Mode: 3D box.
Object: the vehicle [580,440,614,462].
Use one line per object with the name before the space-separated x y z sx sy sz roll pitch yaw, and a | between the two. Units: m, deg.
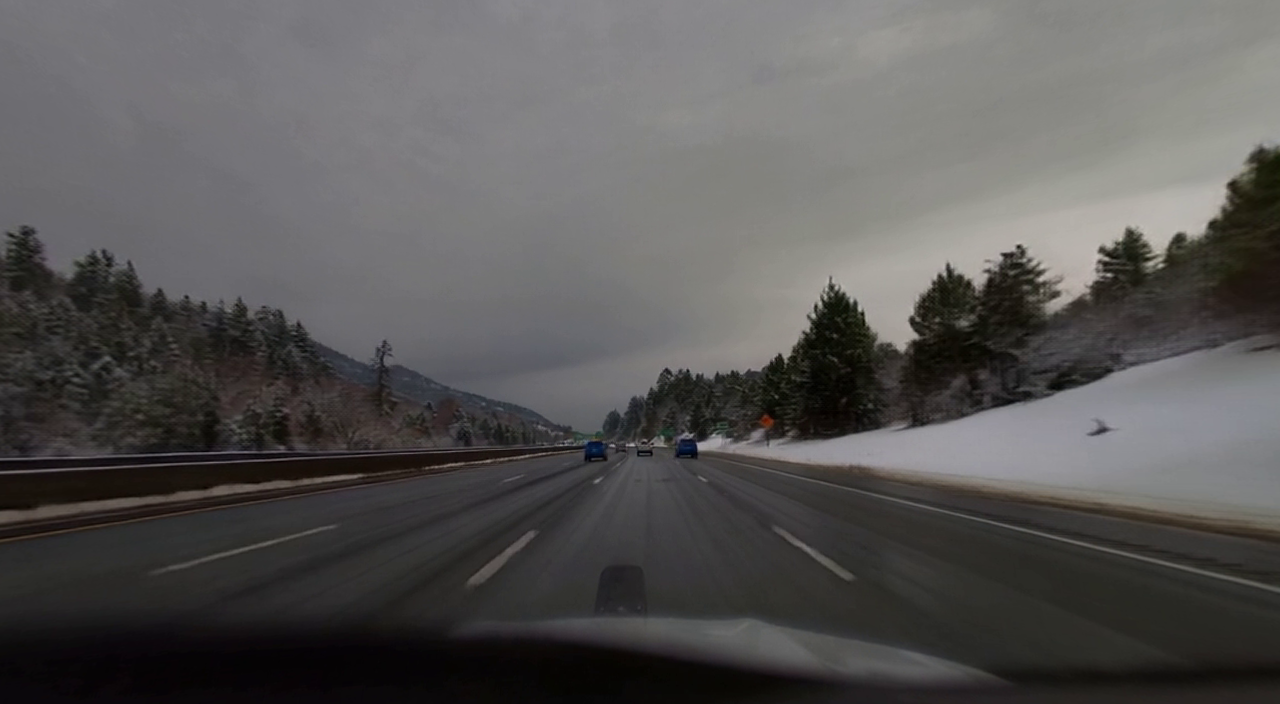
vehicle | -3.227 7.453 47.757 2.159 1.562 4.441 -1 -8 1
